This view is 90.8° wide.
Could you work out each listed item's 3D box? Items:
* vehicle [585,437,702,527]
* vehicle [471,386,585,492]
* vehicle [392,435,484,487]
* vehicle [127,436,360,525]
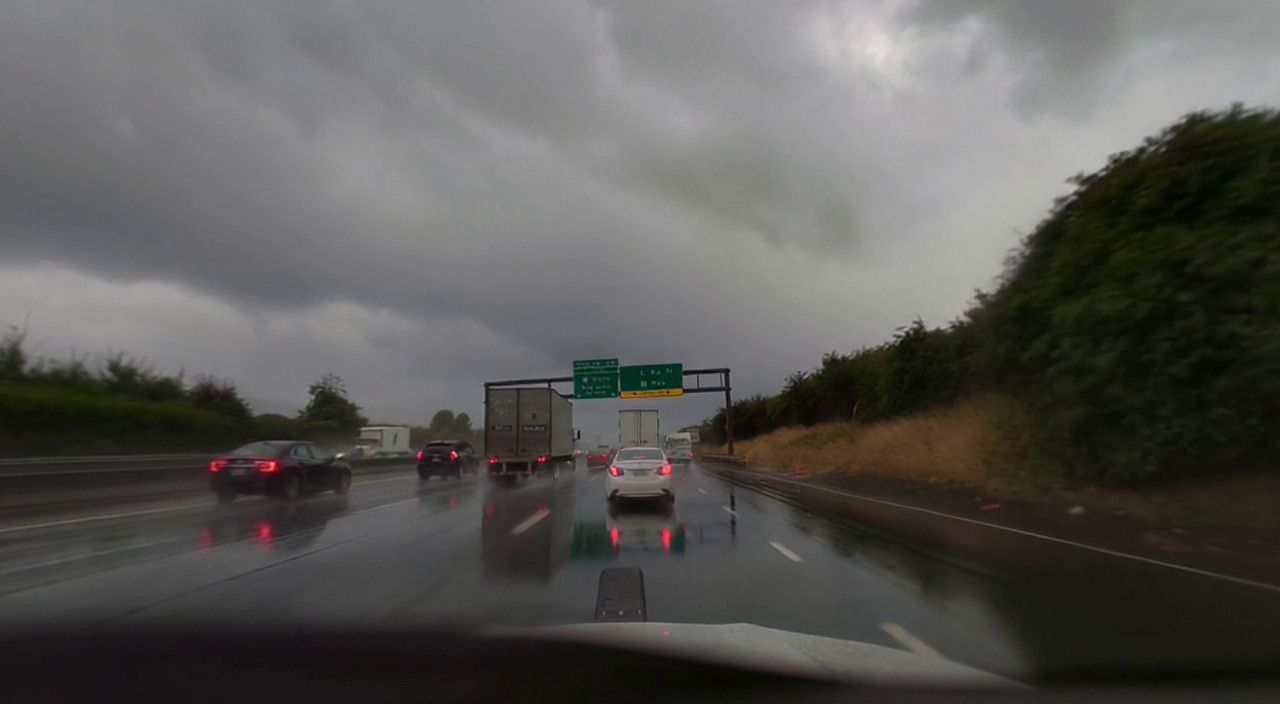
[{"bbox_3d":[0.035,2.467,12.463,1.995,1.495,3.380,0,-9,-1],"label":"vehicle"},{"bbox_3d":[-3.849,3.302,23.651,2.812,3.342,7.248,-1,-9,1],"label":"vehicle"},{"bbox_3d":[-7.475,4.070,23.818,1.952,1.746,4.332,-1,-9,1],"label":"vehicle"},{"bbox_3d":[-7.973,2.599,13.371,1.879,1.521,4.623,-1,-9,1],"label":"vehicle"}]
